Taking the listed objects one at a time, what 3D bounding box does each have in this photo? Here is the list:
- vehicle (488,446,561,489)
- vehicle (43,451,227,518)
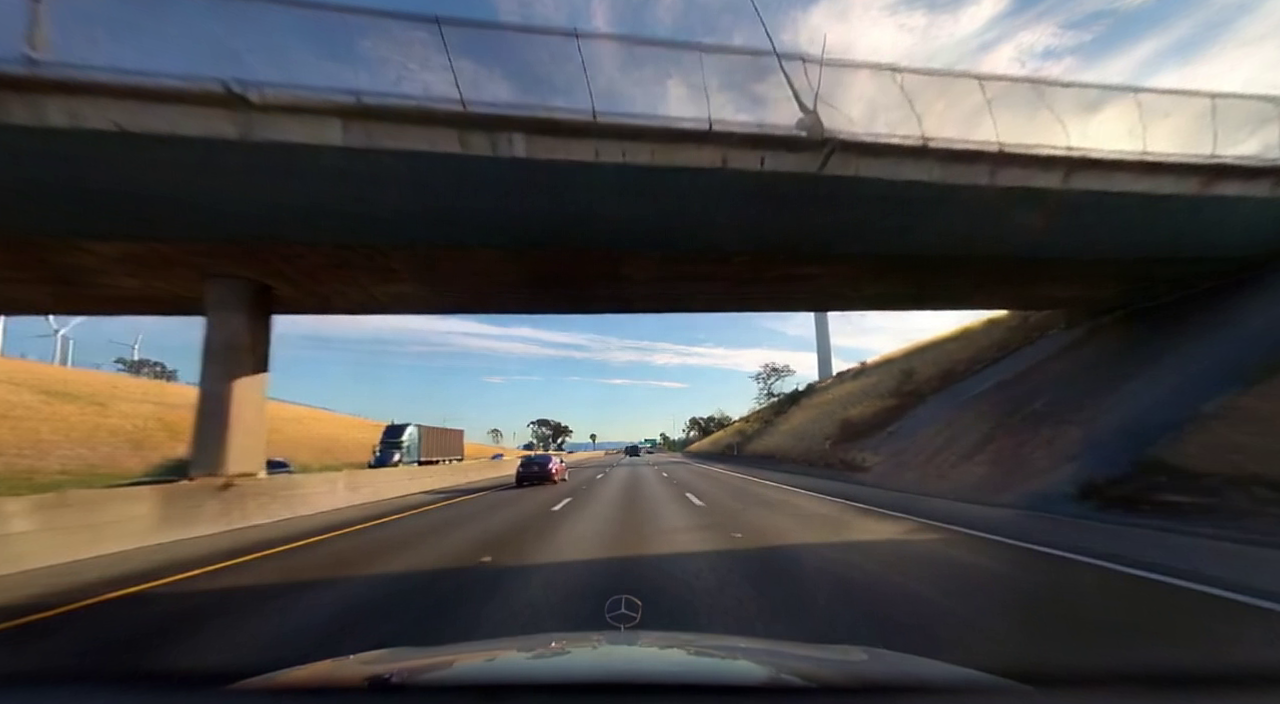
[{"bbox_3d":[-4.237,4.308,23.834,1.921,1.481,4.120,0,-9,0],"label":"vehicle"},{"bbox_3d":[-11.912,3.100,15.199,1.590,1.384,3.364,0,-9,1],"label":"vehicle"}]
